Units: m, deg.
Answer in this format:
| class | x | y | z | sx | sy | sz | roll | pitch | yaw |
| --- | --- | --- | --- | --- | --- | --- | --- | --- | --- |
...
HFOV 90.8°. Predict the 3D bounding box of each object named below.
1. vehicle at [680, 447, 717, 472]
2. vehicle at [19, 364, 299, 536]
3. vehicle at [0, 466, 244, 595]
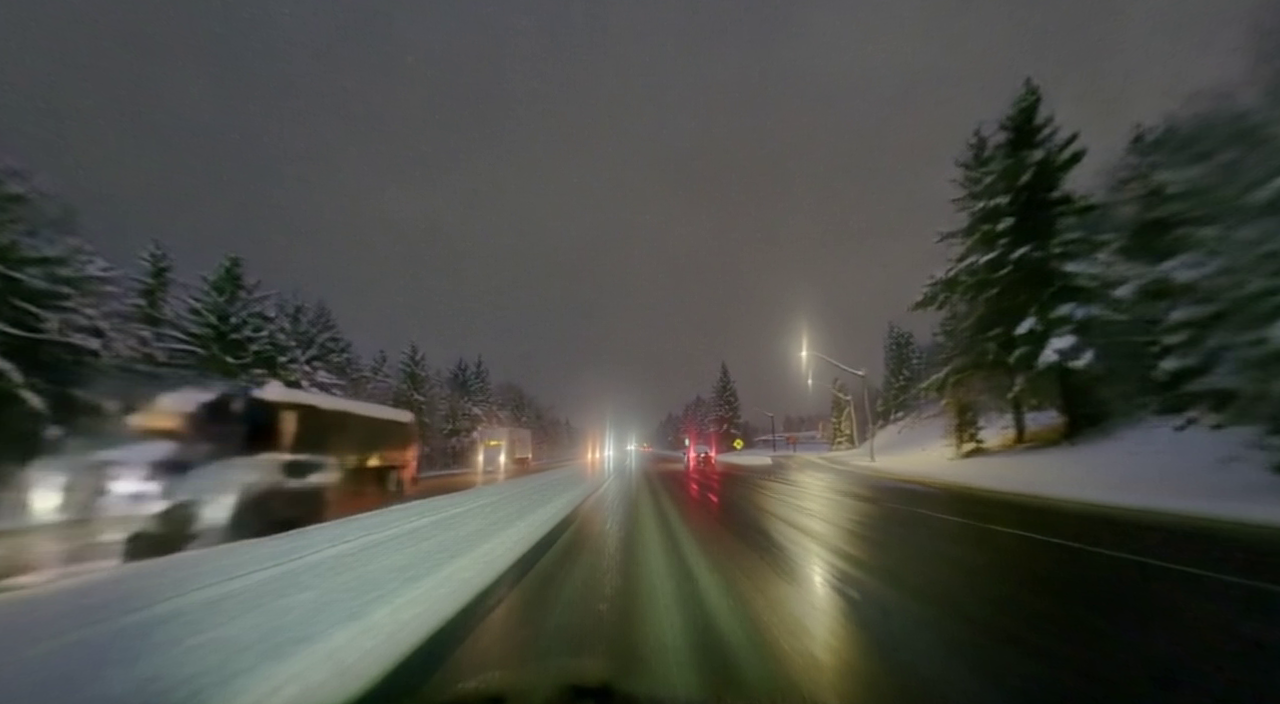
| class | x | y | z | sx | sy | sz | roll | pitch | yaw |
| --- | --- | --- | --- | --- | --- | --- | --- | --- | --- |
| vehicle | 3.775 | 7.038 | 41.478 | 2.013 | 1.584 | 3.995 | 0 | -9 | 0 |
| vehicle | -12.801 | 2.713 | 17.707 | 2.985 | 3.990 | 5.823 | 0 | -9 | 0 |
| vehicle | -8.269 | 2.538 | 9.661 | 1.882 | 1.452 | 3.812 | 0 | -9 | 0 |
